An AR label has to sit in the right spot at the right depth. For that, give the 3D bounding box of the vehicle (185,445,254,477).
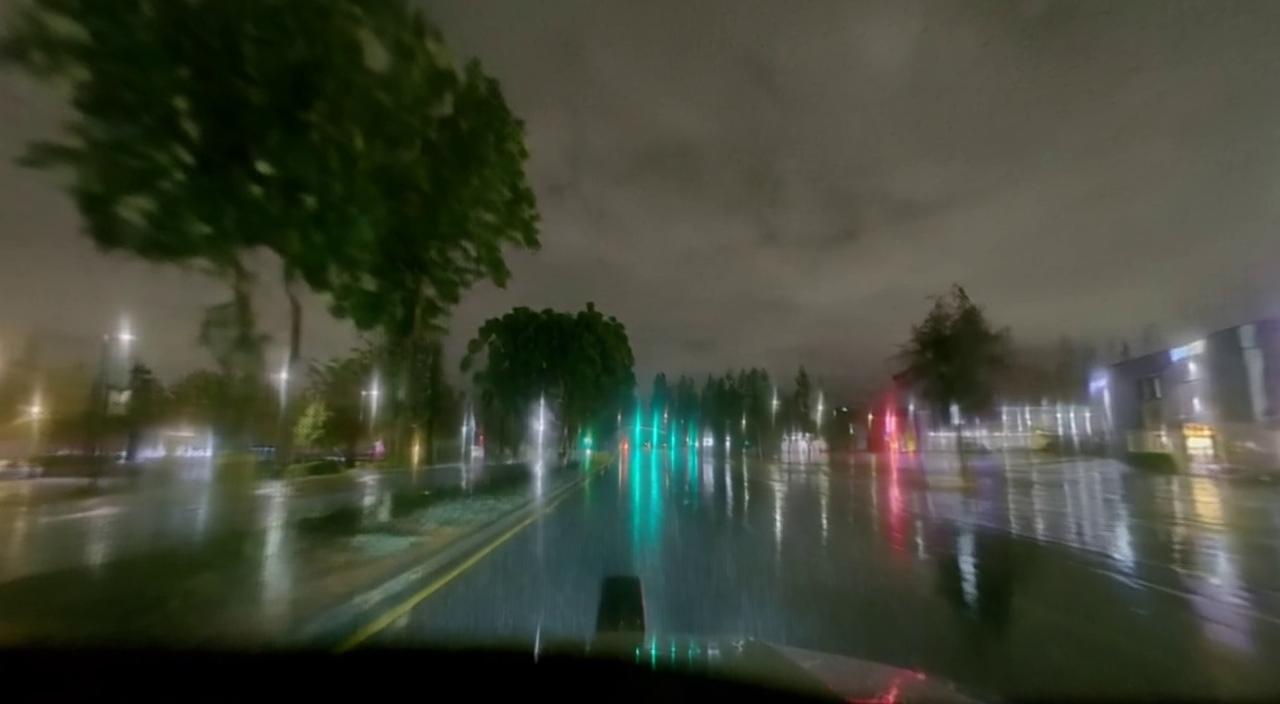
[{"bbox_3d":[-28.428,7.349,42.924,2.124,2.004,5.473,2,-9,-15],"label":"vehicle"}]

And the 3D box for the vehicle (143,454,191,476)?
[{"bbox_3d":[-33.888,8.075,45.338,2.020,1.489,3.997,4,-10,-26],"label":"vehicle"}]

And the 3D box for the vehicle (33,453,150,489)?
[{"bbox_3d":[-28.512,6.152,33.086,1.948,1.689,4.553,0,-9,1],"label":"vehicle"}]
